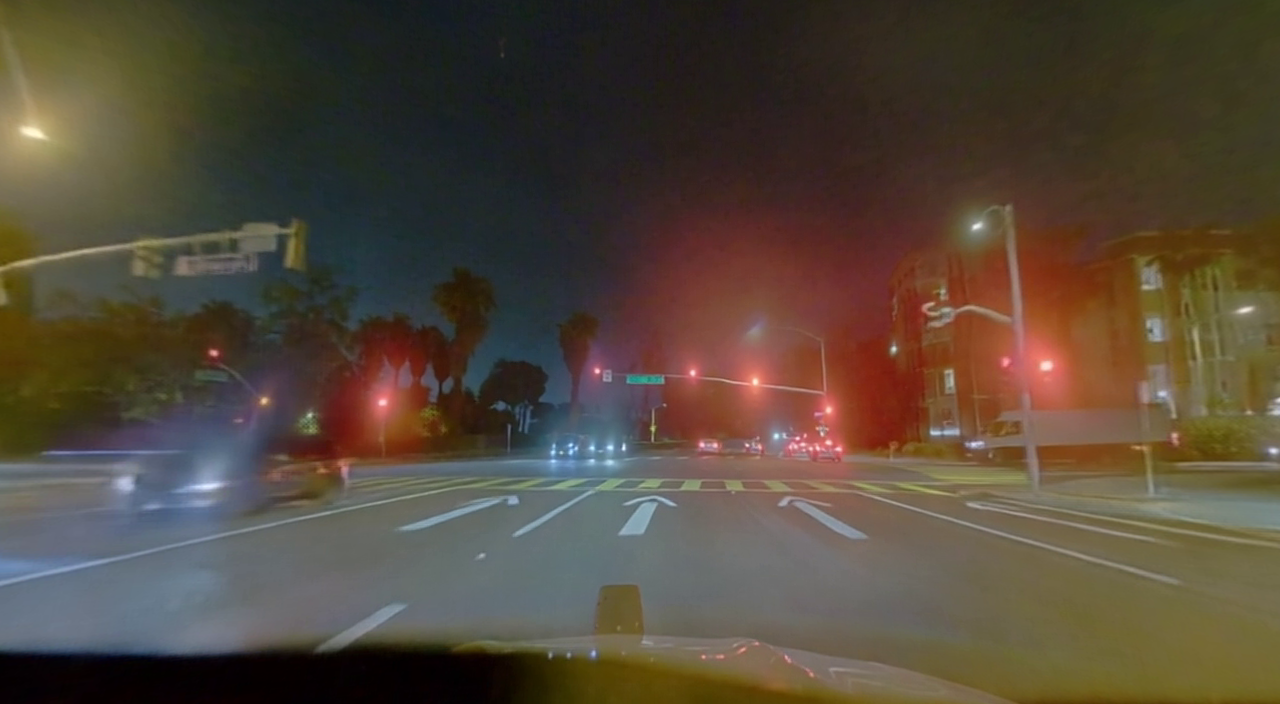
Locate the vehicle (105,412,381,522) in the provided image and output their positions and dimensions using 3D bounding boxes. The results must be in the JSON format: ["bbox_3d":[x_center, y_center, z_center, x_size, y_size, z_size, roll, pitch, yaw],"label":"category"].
[{"bbox_3d":[-7.126,2.128,12.150,2.010,1.686,4.653,-1,-9,4],"label":"vehicle"}]

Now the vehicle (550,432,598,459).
[{"bbox_3d":[-4.911,7.073,47.560,2.296,1.798,5.303,-4,-9,7],"label":"vehicle"}]

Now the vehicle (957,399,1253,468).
[{"bbox_3d":[24.435,4.424,33.958,12.701,3.428,3.061,-1,-9,6],"label":"vehicle"}]

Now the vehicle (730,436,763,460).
[{"bbox_3d":[7.914,7.140,47.067,2.255,1.708,4.328,-2,-9,10],"label":"vehicle"}]
